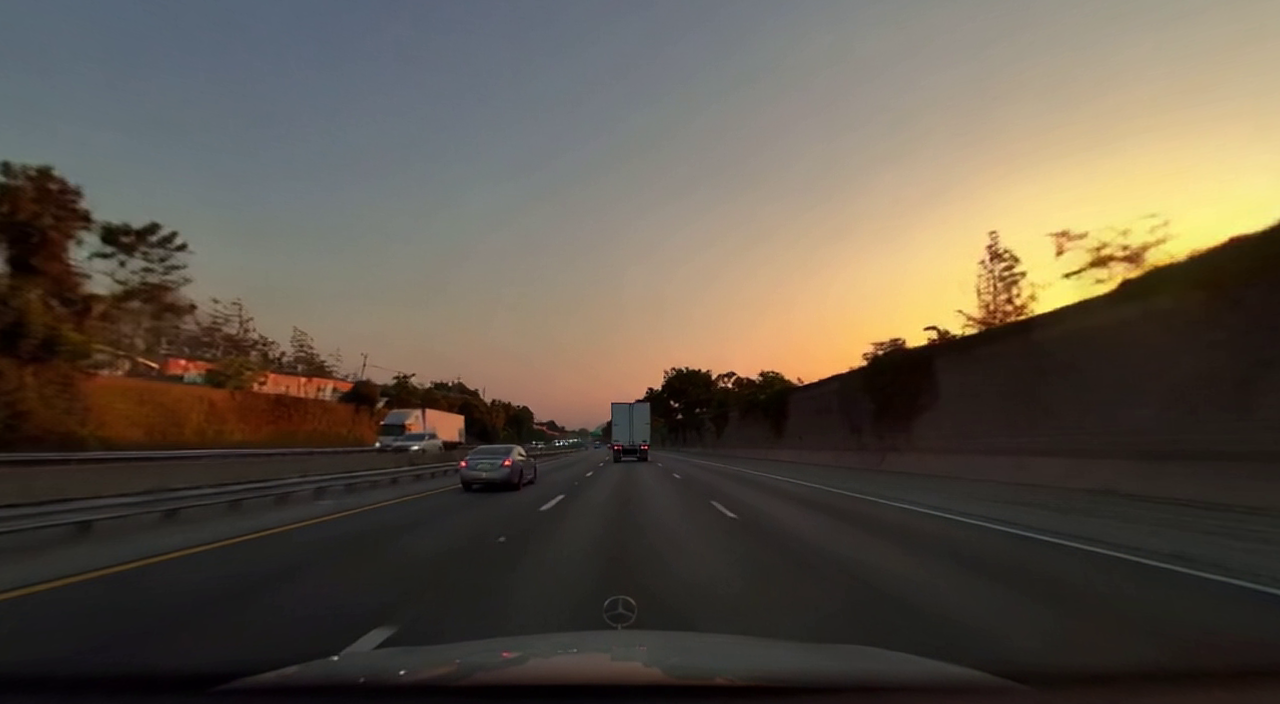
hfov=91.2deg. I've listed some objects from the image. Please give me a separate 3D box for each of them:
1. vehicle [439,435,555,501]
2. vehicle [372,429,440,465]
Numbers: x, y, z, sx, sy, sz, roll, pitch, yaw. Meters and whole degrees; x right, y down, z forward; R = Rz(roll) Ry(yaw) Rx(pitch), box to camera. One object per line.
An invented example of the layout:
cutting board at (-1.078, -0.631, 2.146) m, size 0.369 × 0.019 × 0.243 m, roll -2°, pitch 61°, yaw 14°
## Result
vehicle at (-3.662, 3.074, 16.931) m, size 2.057 × 1.519 × 4.372 m, roll 0°, pitch -9°, yaw 1°
vehicle at (-13.319, 5.479, 36.017) m, size 2.047 × 1.878 × 4.683 m, roll 0°, pitch -9°, yaw 0°
